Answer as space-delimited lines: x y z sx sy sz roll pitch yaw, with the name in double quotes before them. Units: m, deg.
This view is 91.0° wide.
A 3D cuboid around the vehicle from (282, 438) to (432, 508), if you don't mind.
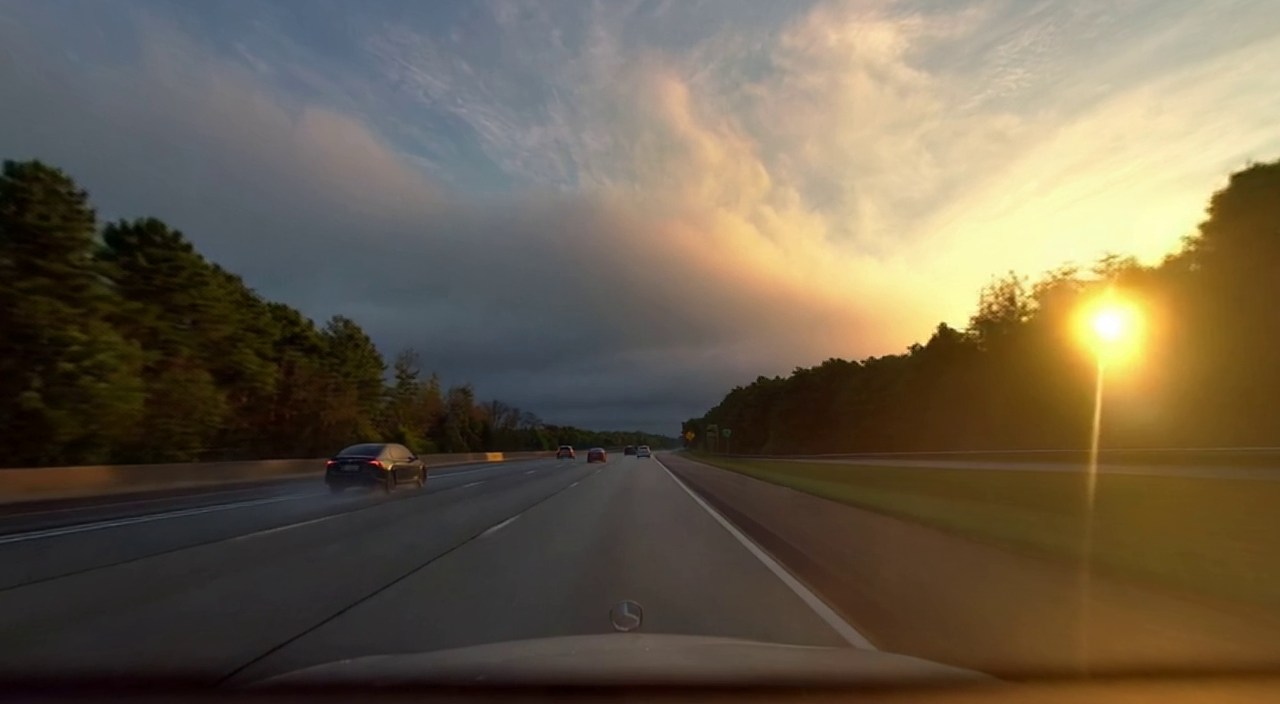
"vehicle" -7.302 3.151 16.816 2.007 1.616 4.141 0 -9 1
